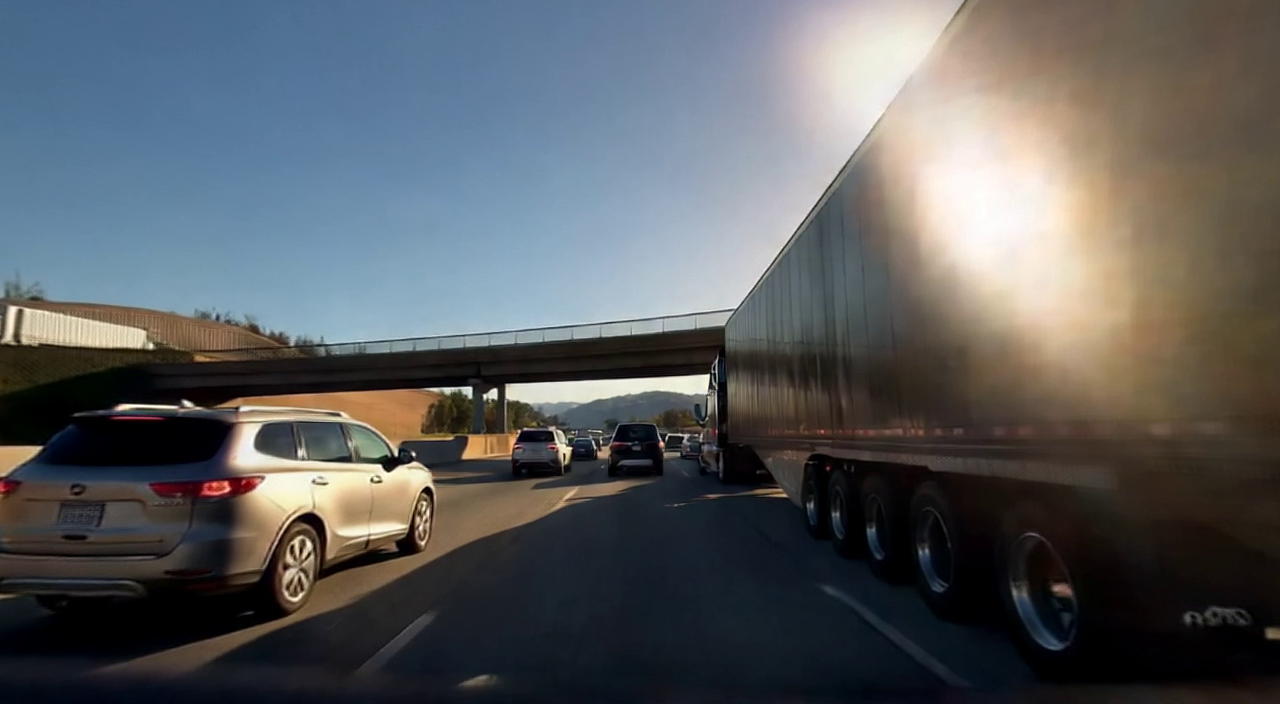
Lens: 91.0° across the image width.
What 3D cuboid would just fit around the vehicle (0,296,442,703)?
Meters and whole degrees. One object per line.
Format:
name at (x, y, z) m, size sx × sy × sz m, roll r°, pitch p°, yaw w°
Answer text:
vehicle at (-3.306, 1.055, 4.447) m, size 2.193 × 1.803 × 4.958 m, roll 0°, pitch -8°, yaw 0°

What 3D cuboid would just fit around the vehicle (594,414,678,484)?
vehicle at (-0.143, 3.551, 23.183) m, size 2.704 × 2.216 × 5.804 m, roll 0°, pitch -8°, yaw 0°

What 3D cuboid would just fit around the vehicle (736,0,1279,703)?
vehicle at (3.596, 0.105, 5.939) m, size 2.852 × 4.121 × 16.210 m, roll 0°, pitch -8°, yaw 0°

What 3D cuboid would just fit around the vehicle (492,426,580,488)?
vehicle at (-3.315, 3.477, 21.088) m, size 2.120 × 1.812 × 4.659 m, roll 0°, pitch -8°, yaw 1°
